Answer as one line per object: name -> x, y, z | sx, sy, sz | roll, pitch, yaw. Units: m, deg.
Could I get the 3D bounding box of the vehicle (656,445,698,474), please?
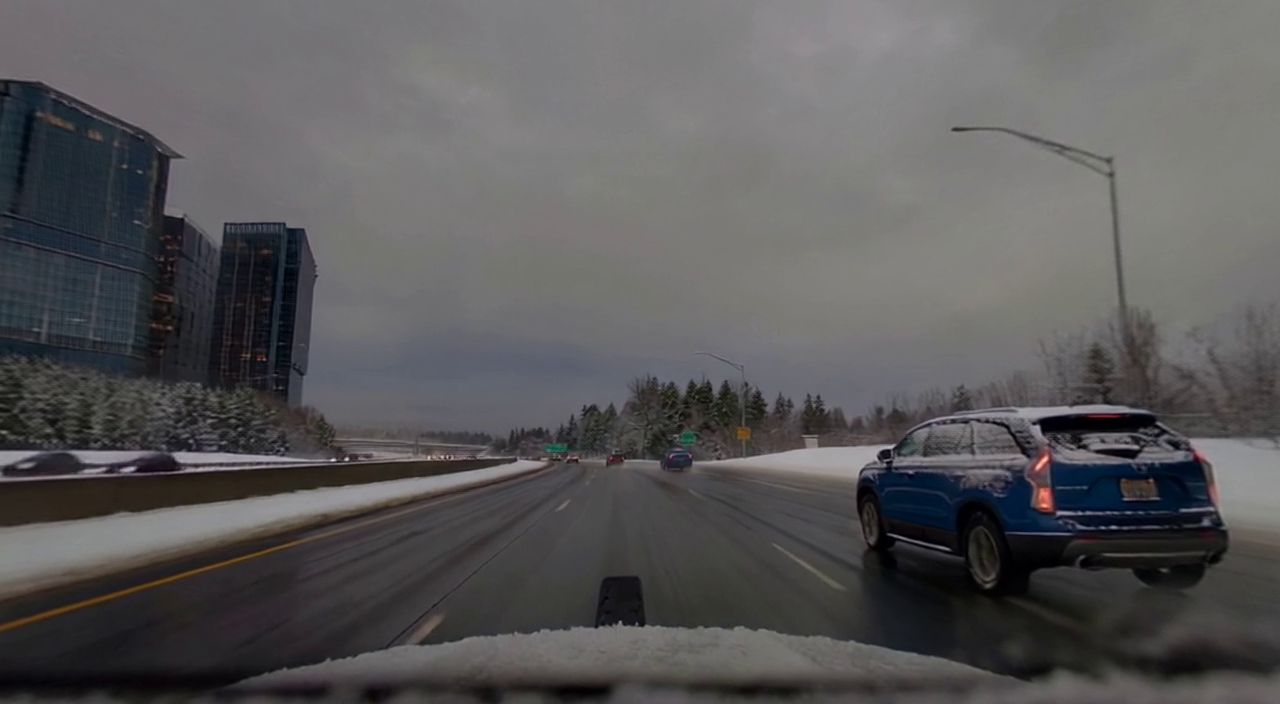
vehicle -> 2.376, 7.078, 41.928 | 2.110, 1.780, 4.682 | 0, -9, -5

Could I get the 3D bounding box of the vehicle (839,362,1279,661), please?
vehicle -> 3.792, 1.305, 6.163 | 2.182, 1.826, 4.392 | 0, -9, -1

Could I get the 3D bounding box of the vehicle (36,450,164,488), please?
vehicle -> -25.477, 5.488, 30.084 | 1.984, 1.647, 4.811 | 0, -9, -2
